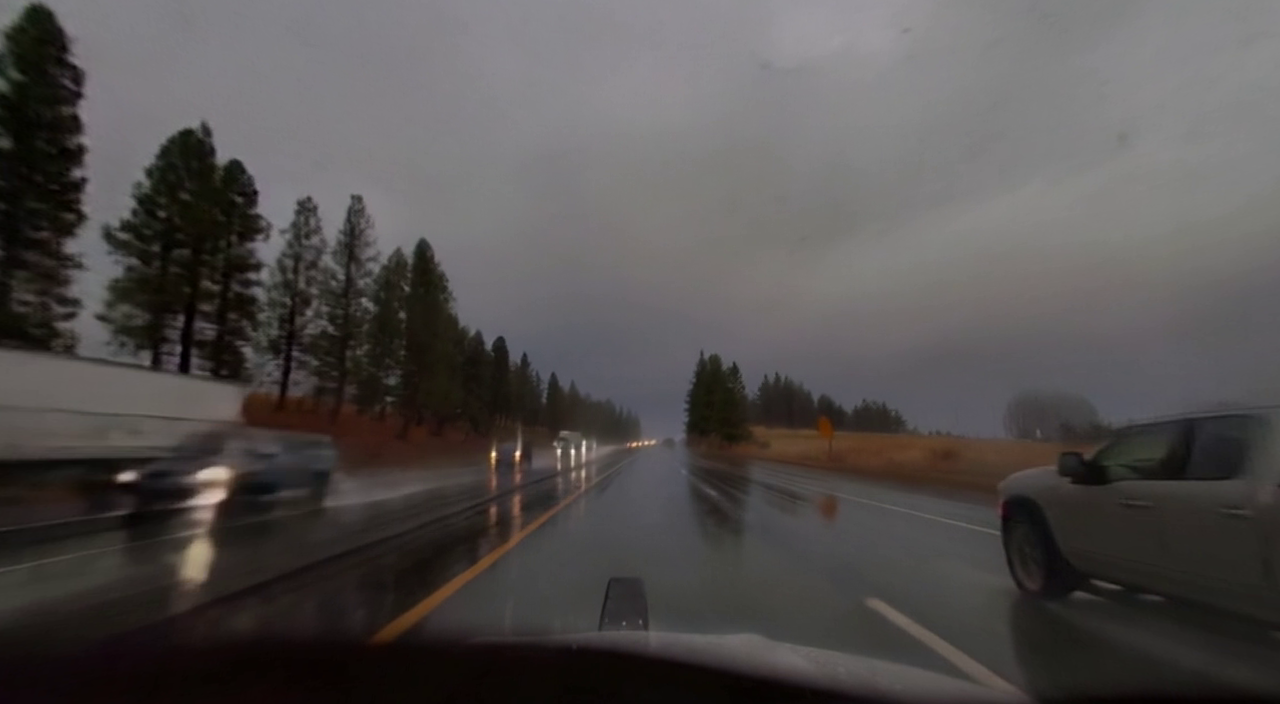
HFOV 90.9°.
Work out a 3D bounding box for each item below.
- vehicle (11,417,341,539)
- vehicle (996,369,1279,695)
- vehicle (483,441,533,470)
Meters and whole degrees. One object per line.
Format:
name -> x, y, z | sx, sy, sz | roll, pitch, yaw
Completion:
vehicle -> -8.702, 2.409, 12.884 | 2.289, 1.906, 5.766 | 0, -8, 1
vehicle -> 4.431, 0.971, 3.484 | 2.098, 1.703, 4.862 | 0, -8, 0
vehicle -> -8.474, 6.652, 40.846 | 2.081, 1.720, 4.709 | 0, -8, 2
